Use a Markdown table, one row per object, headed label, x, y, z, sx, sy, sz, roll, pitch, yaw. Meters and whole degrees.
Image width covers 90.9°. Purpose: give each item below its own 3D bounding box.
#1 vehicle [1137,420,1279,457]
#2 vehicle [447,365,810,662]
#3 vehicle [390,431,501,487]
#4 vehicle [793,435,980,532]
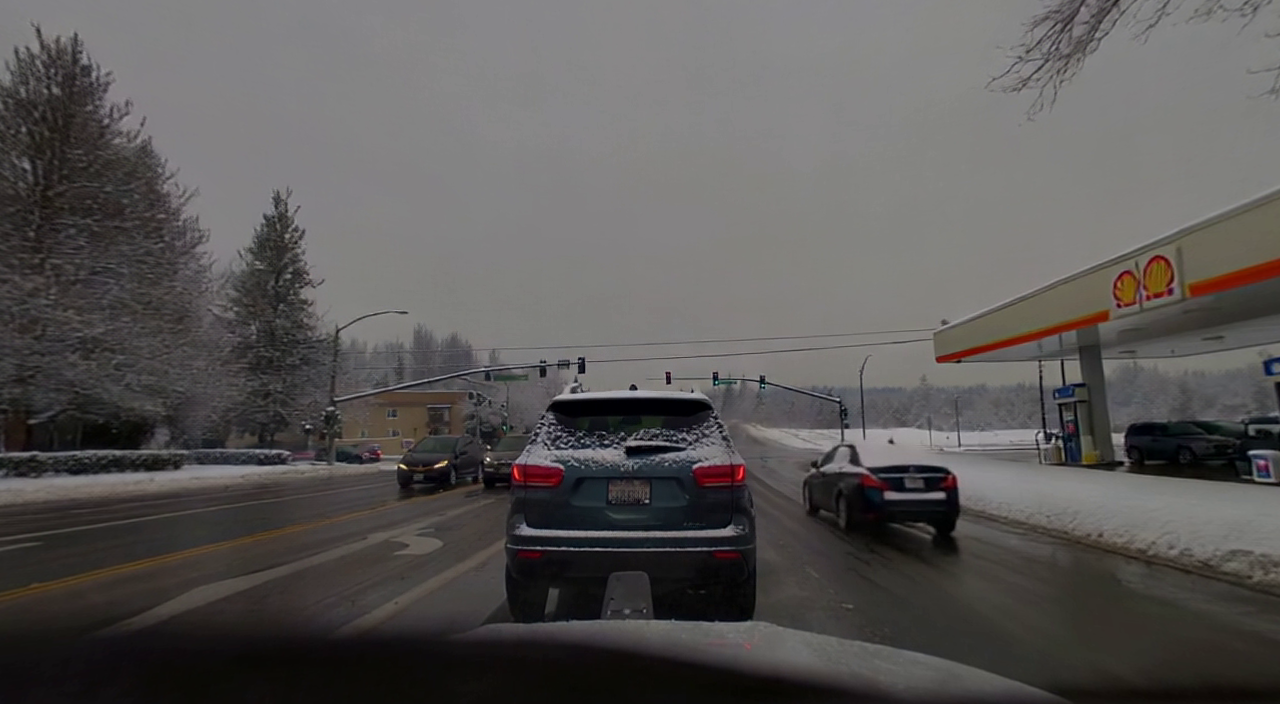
| label | x | y | z | sx | sy | sz | roll | pitch | yaw |
| --- | --- | --- | --- | --- | --- | --- | --- | --- | --- |
| vehicle | 25.930 | 3.969 | 28.783 | 4.551 | 1.616 | 1.973 | -2 | -9 | 11 |
| vehicle | 0.007 | 1.317 | 6.131 | 2.236 | 1.819 | 4.291 | -1 | -9 | 2 |
| vehicle | -6.647 | 3.712 | 22.169 | 2.065 | 1.753 | 4.525 | -1 | -9 | 6 |
| vehicle | 4.416 | 2.403 | 12.175 | 2.041 | 1.490 | 4.471 | -1 | -9 | 4 |
